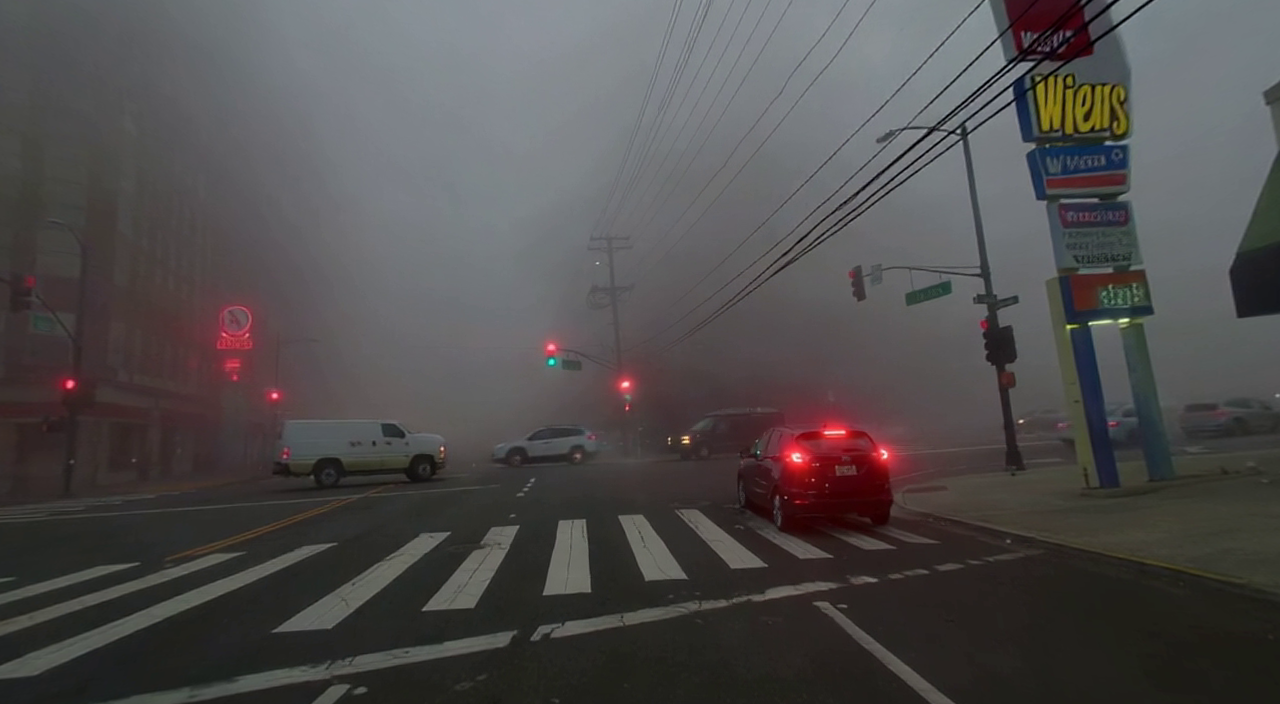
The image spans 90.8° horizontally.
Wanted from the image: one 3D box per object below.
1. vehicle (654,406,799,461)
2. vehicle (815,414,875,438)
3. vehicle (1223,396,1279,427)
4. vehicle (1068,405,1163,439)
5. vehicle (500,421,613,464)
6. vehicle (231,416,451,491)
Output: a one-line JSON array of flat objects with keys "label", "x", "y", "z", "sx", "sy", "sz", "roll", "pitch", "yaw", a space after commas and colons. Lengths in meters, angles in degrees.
[{"label": "vehicle", "x": 3.554, "y": 3.345, "z": 25.696, "sx": 5.588, "sy": 1.985, "sz": 2.374, "roll": 5, "pitch": -10, "yaw": -31}, {"label": "vehicle", "x": 16.041, "y": 5.831, "z": 49.416, "sx": 4.589, "sy": 1.730, "sz": 1.801, "roll": 5, "pitch": -10, "yaw": -31}, {"label": "vehicle", "x": 39.171, "y": 3.813, "z": 39.906, "sx": 4.637, "sy": 1.723, "sz": 1.911, "roll": 4, "pitch": -10, "yaw": -29}, {"label": "vehicle", "x": 23.031, "y": 3.442, "z": 30.564, "sx": 4.499, "sy": 1.524, "sz": 1.784, "roll": 4, "pitch": -10, "yaw": -28}, {"label": "vehicle", "x": -3.707, "y": 4.053, "z": 28.298, "sx": 4.599, "sy": 1.766, "sz": 1.938, "roll": 5, "pitch": -10, "yaw": -30}, {"label": "vehicle", "x": -8.831, "y": 3.015, "z": 19.010, "sx": 5.603, "sy": 1.938, "sz": 2.081, "roll": 6, "pitch": -10, "yaw": -36}]
